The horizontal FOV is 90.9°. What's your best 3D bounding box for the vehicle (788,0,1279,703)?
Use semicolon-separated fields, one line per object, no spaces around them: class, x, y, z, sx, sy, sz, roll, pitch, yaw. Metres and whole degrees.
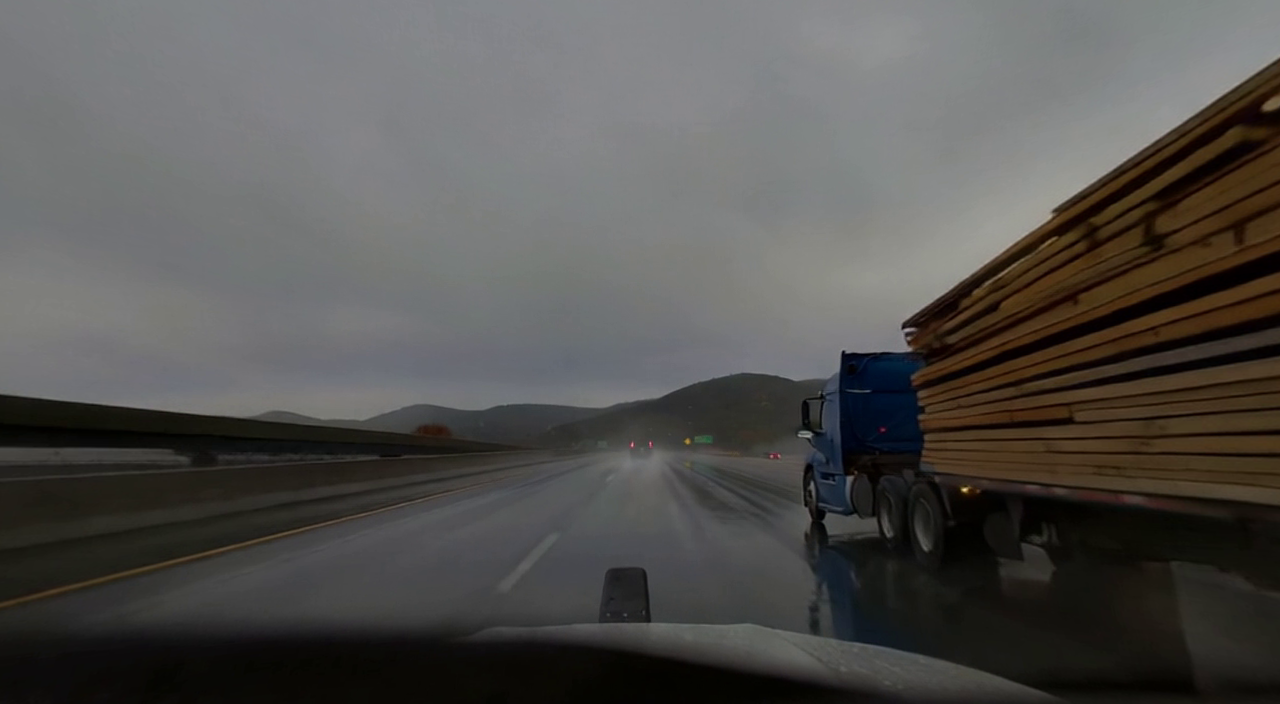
vehicle;3.987;0.629;4.516;3.326;3.089;10.642;0;-9;0
